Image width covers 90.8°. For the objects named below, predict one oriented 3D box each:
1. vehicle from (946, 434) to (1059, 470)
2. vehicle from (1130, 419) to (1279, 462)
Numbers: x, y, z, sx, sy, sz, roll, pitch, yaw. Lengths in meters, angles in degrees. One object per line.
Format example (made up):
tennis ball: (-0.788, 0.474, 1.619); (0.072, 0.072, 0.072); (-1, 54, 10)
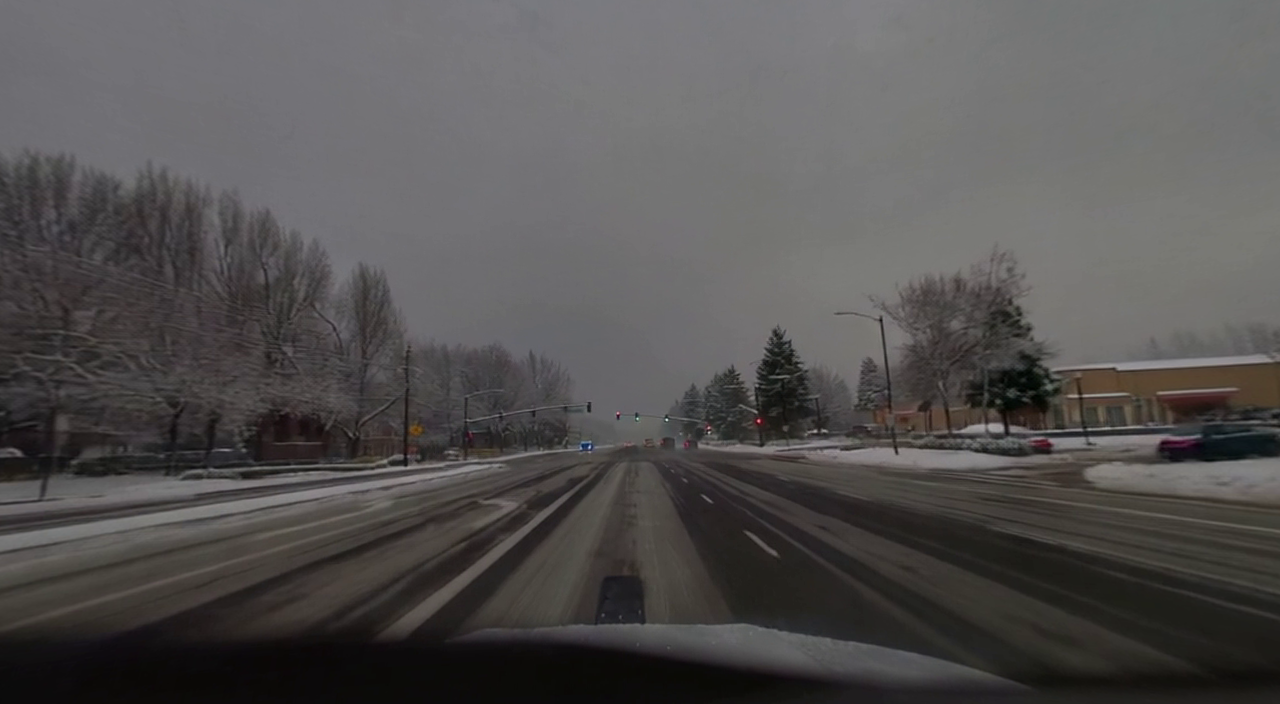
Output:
vehicle: (18.110, 4.999, 31.712); (4.427, 1.747, 2.024); (0, -9, -2)
vehicle: (25.819, 4.052, 28.905); (4.893, 1.873, 2.191); (0, -8, -1)
